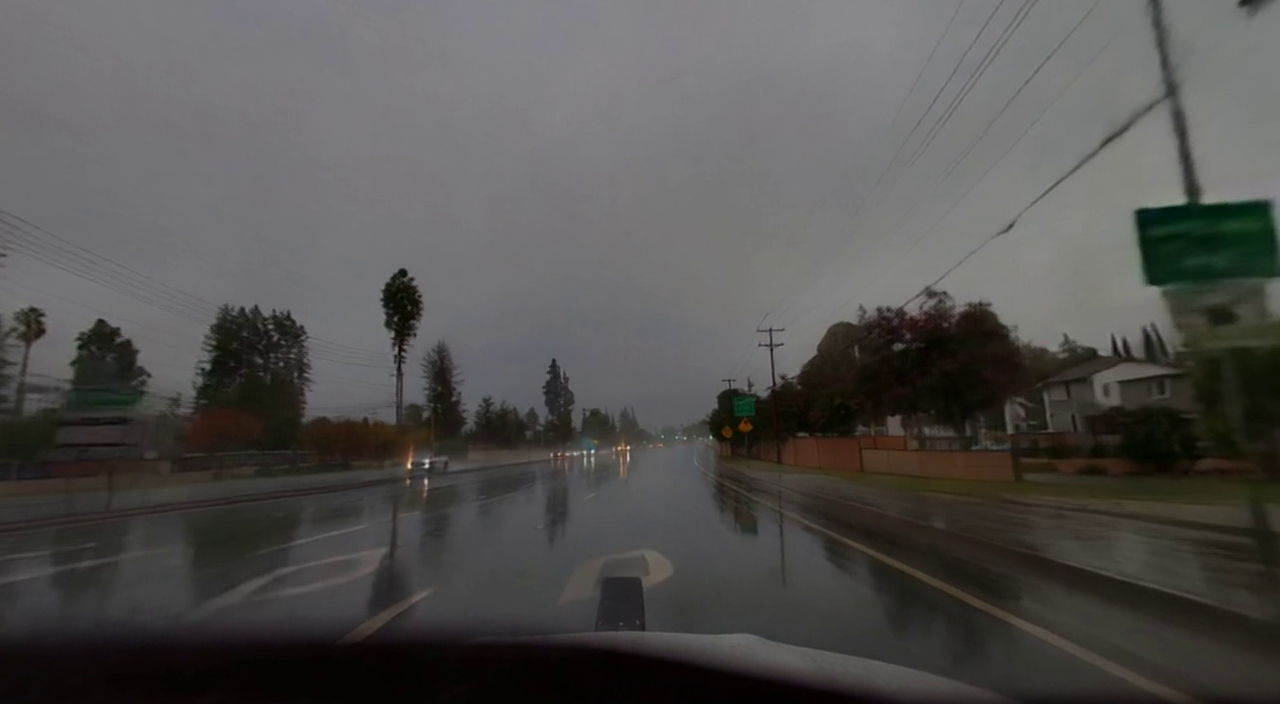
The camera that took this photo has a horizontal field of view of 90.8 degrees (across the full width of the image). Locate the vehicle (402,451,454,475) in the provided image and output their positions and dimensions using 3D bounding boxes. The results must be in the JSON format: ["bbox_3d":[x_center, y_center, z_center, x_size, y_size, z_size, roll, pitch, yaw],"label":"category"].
[{"bbox_3d":[-14.390,7.519,43.142,1.887,1.478,4.471,0,-8,1],"label":"vehicle"}]
